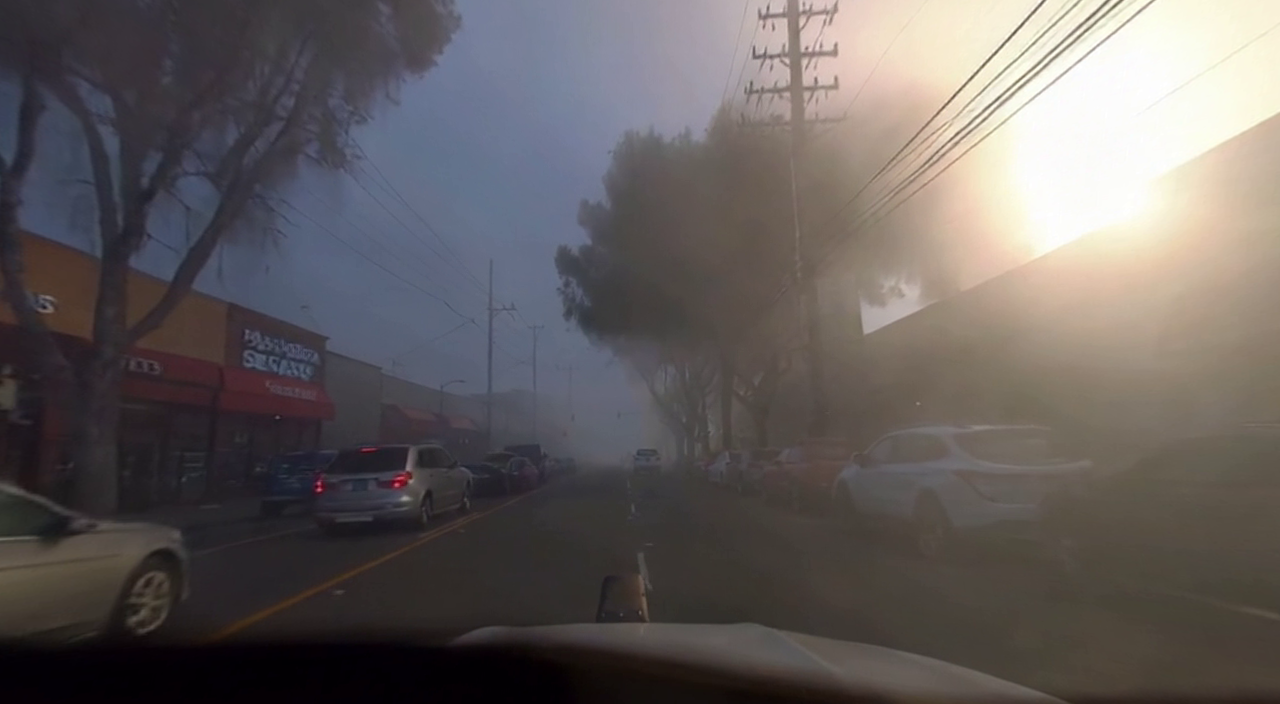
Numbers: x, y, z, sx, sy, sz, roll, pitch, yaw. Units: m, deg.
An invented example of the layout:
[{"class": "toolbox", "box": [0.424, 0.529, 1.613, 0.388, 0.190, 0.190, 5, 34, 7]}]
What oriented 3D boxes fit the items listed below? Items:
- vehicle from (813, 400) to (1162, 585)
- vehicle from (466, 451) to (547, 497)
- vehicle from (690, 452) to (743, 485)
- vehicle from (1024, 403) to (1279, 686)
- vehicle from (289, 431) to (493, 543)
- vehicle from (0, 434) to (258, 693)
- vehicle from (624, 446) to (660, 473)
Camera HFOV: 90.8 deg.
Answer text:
[{"class": "vehicle", "box": [4.512, 1.931, 9.519, 2.243, 1.992, 5.087, 0, -9, -1]}, {"class": "vehicle", "box": [-4.765, 4.414, 23.251, 2.053, 1.485, 4.540, 0, -9, -1]}, {"class": "vehicle", "box": [3.776, 5.814, 31.918, 1.921, 1.440, 4.382, -1, -8, -3]}, {"class": "vehicle", "box": [4.829, 1.229, 4.214, 1.882, 1.704, 4.055, 0, -9, -1]}, {"class": "vehicle", "box": [-4.725, 2.630, 13.033, 2.341, 1.825, 4.924, 0, -9, -2]}, {"class": "vehicle", "box": [-4.849, 1.420, 4.394, 2.006, 1.492, 4.461, -2, -11, -6]}, {"class": "vehicle", "box": [0.110, 7.847, 46.348, 2.440, 1.882, 4.611, 0, -9, -2]}]
